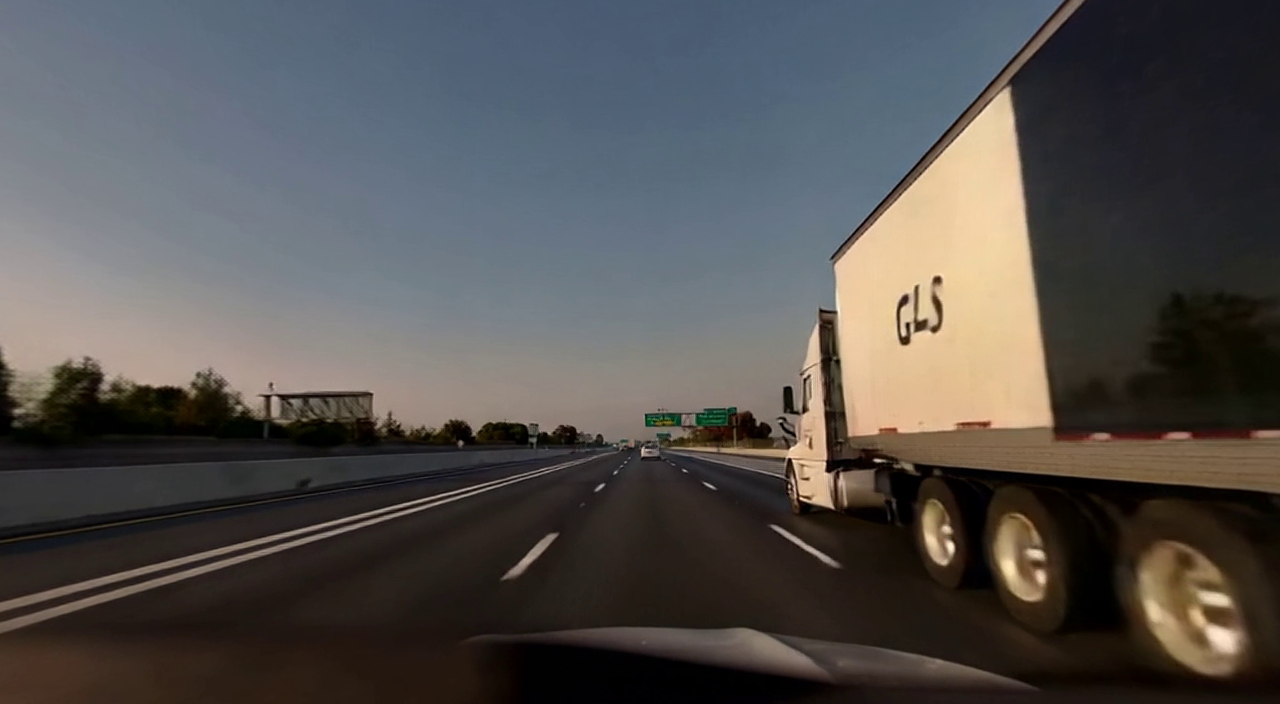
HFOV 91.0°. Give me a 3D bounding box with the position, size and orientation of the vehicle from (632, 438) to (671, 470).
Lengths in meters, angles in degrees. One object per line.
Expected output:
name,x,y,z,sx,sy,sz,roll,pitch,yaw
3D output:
vehicle,0.611,5.630,34.861,2.050,1.654,4.192,0,-8,0

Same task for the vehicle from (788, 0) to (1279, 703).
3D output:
vehicle,4.093,0.162,5.479,3.027,3.903,10.307,0,-8,0
